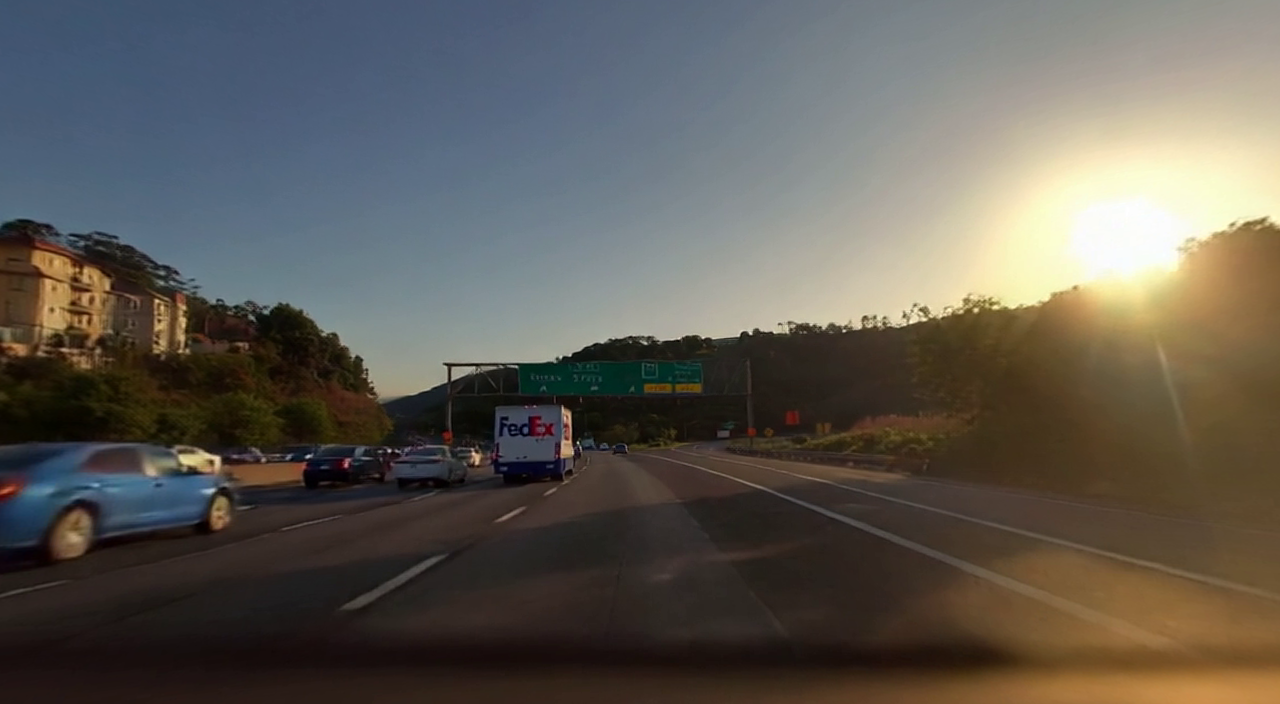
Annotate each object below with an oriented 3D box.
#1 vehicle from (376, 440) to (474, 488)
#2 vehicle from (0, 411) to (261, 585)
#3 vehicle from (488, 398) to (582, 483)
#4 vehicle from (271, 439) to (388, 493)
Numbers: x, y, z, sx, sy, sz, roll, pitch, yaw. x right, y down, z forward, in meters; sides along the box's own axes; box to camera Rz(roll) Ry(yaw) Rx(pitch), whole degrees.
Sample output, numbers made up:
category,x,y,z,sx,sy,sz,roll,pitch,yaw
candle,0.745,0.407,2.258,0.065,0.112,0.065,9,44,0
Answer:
category,x,y,z,sx,sy,sz,roll,pitch,yaw
vehicle,-8.017,4.187,24.047,2.143,1.628,4.559,0,-8,0
vehicle,-7.784,1.762,8.252,2.461,1.767,4.991,0,-8,1
vehicle,-4.323,3.894,27.713,2.798,3.212,7.573,0,-8,0
vehicle,-11.627,4.256,24.066,2.021,1.669,4.794,3,-7,0
